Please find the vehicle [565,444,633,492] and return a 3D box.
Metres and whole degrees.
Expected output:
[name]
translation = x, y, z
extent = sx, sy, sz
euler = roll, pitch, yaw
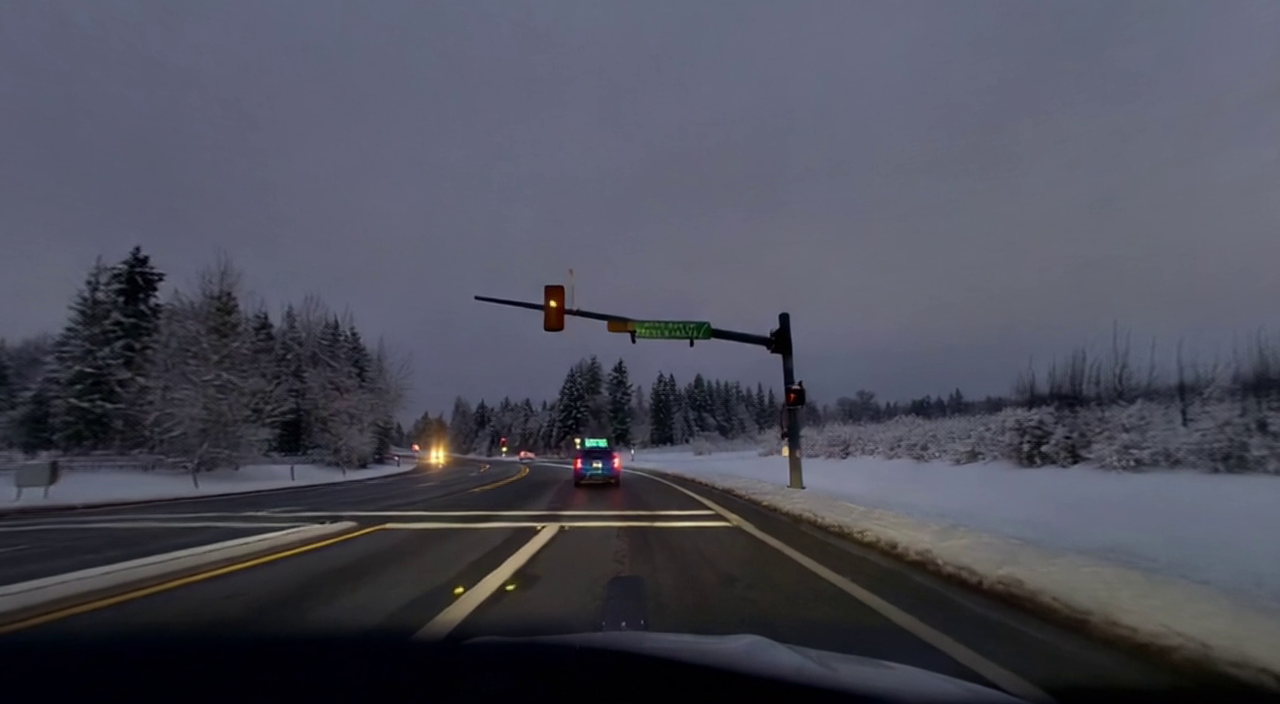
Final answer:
[vehicle]
translation = -1.568, 4.070, 22.549
extent = 2.148, 1.521, 4.089
euler = 1, -9, -8
